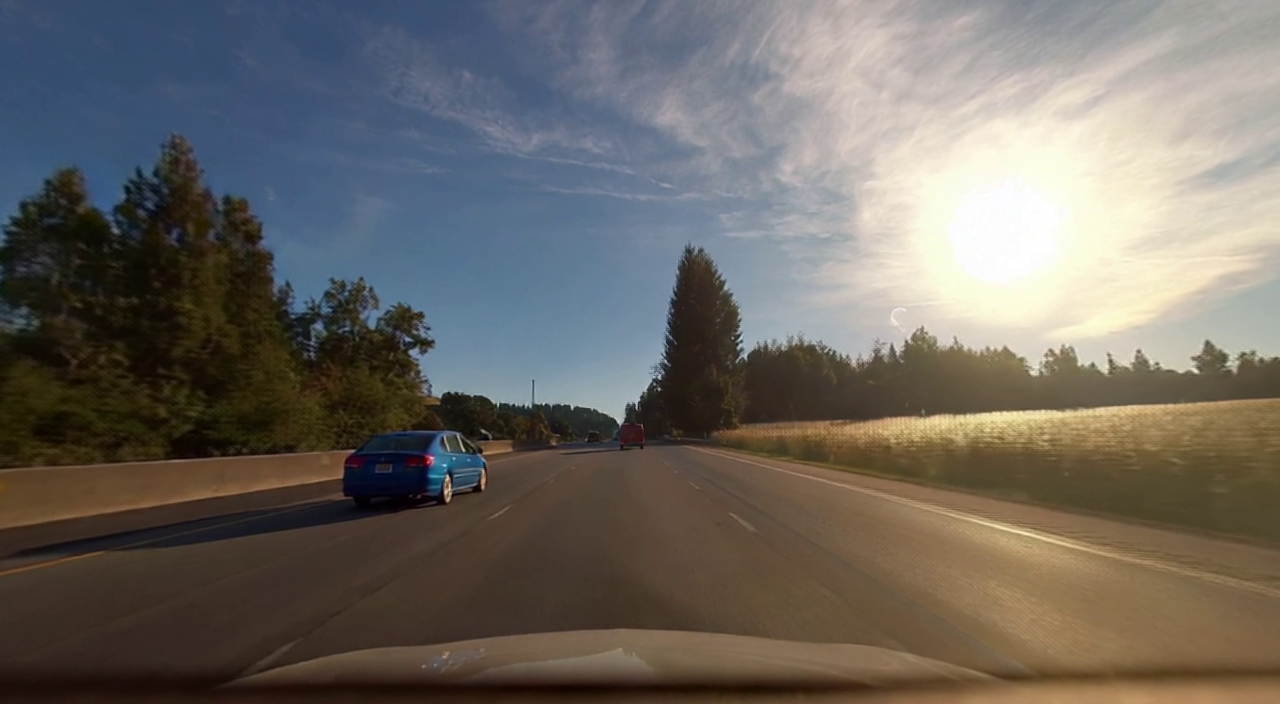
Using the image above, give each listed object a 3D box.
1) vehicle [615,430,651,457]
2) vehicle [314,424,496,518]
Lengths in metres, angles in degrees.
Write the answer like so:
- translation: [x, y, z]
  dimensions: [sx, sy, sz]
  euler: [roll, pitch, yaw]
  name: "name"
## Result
- translation: [-0.462, 5.857, 40.332]
  dimensions: [2.162, 1.616, 4.242]
  euler: [0, -8, -1]
  name: "vehicle"
- translation: [-4.220, 2.180, 12.135]
  dimensions: [1.931, 1.483, 4.105]
  euler: [0, -8, 0]
  name: "vehicle"
